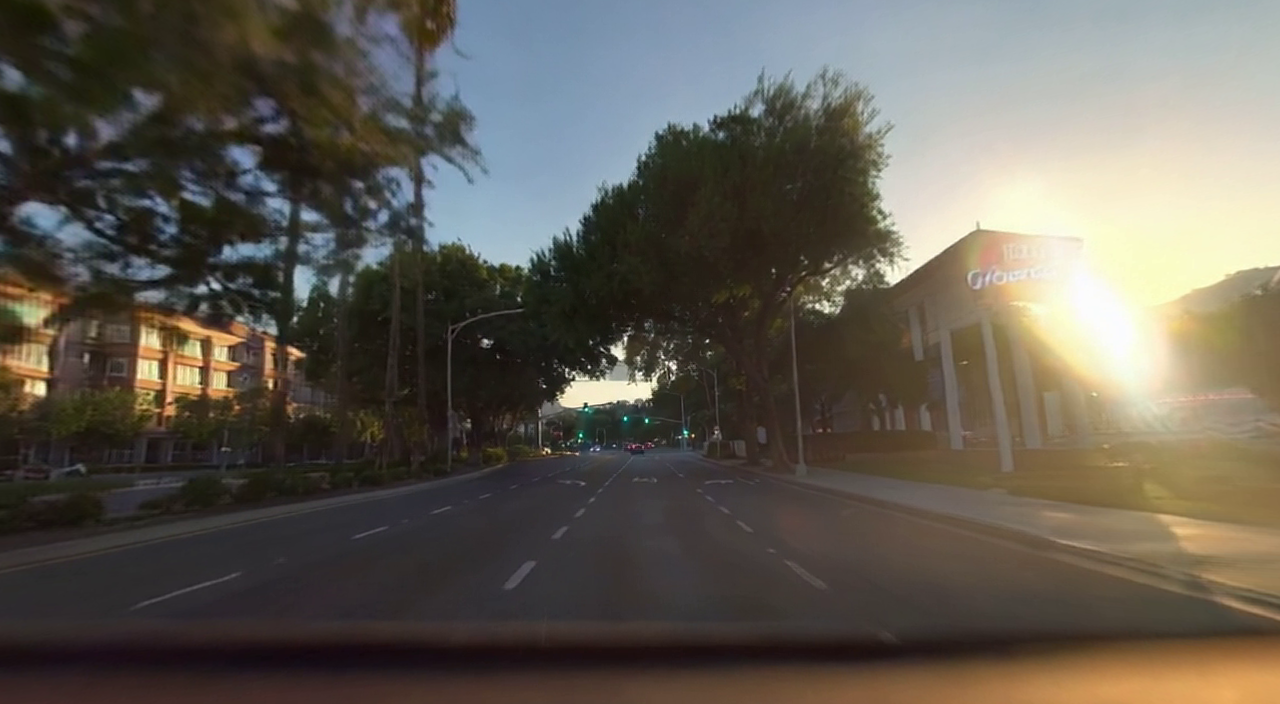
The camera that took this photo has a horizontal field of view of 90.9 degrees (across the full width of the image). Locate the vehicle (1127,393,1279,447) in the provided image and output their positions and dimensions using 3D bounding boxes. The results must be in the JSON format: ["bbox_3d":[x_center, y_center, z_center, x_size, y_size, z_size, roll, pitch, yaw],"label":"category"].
[{"bbox_3d":[21.888,2.668,23.915,2.222,1.818,5.099,1,-9,-9],"label":"vehicle"}]
